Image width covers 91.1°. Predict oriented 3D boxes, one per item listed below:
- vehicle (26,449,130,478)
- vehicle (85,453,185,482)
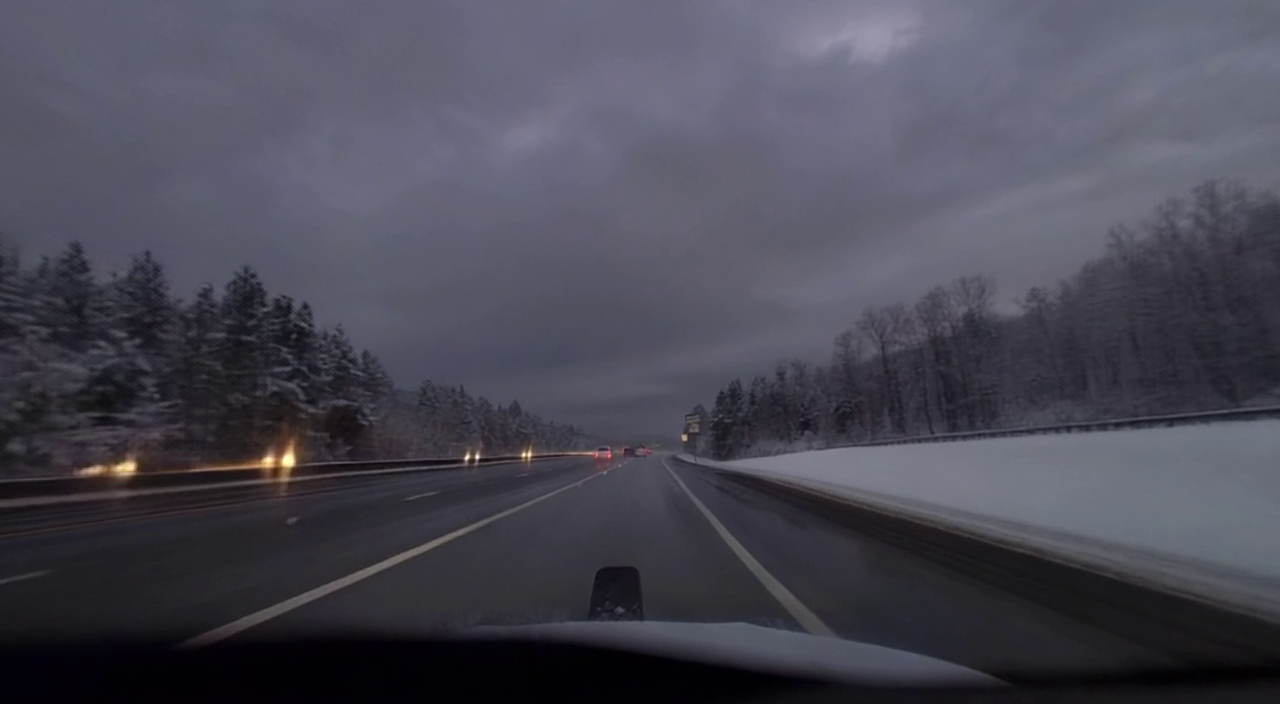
[{"bbox_3d":[-35.493,7.031,39.904,1.891,1.739,4.958,-1,-9,2],"label":"vehicle"},{"bbox_3d":[-27.755,6.351,34.765,1.766,1.462,4.382,-1,-9,2],"label":"vehicle"}]
